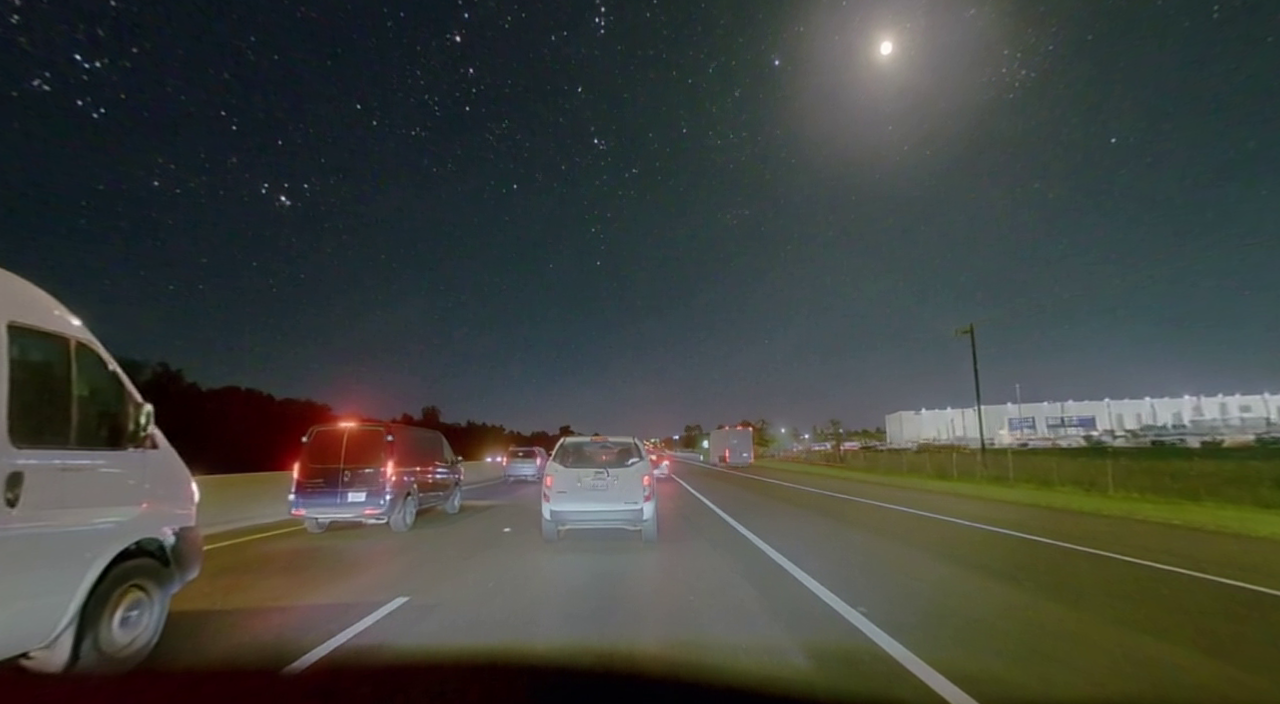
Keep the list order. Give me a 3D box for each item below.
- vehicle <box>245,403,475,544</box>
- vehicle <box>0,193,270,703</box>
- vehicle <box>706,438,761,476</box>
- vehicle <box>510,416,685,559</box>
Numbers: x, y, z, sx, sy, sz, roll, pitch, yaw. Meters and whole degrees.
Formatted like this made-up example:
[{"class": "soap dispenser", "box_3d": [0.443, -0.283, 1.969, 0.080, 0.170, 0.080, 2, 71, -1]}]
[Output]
[{"class": "vehicle", "box_3d": [-4.604, 2.086, 11.329, 2.043, 1.987, 4.486, 0, -9, 0]}, {"class": "vehicle", "box_3d": [-4.444, 0.316, 2.014, 2.248, 2.626, 6.837, 0, -9, 1]}, {"class": "vehicle", "box_3d": [4.493, 5.147, 30.998, 2.003, 1.754, 4.134, 0, -9, -1]}, {"class": "vehicle", "box_3d": [-0.493, 1.926, 9.510, 2.093, 1.695, 3.782, 0, -9, 1]}]
